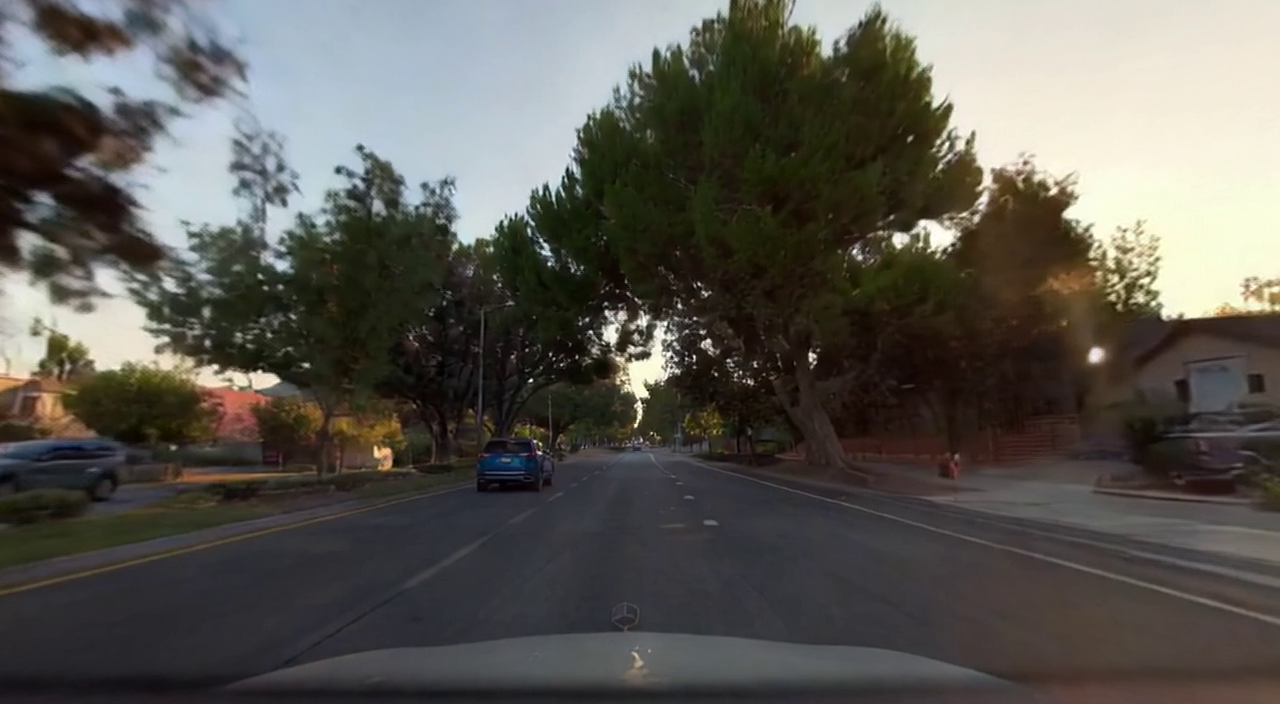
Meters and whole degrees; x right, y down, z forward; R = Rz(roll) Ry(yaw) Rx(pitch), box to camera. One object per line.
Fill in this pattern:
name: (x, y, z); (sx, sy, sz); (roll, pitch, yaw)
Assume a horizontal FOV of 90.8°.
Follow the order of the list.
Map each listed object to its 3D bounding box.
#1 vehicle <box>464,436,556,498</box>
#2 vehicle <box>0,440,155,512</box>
vehicle: (-3.996, 3.601, 20.221); (1.993, 1.733, 4.262); (0, -9, 1)
vehicle: (-16.691, 3.378, 17.727); (2.202, 1.724, 4.934); (0, -9, 1)
